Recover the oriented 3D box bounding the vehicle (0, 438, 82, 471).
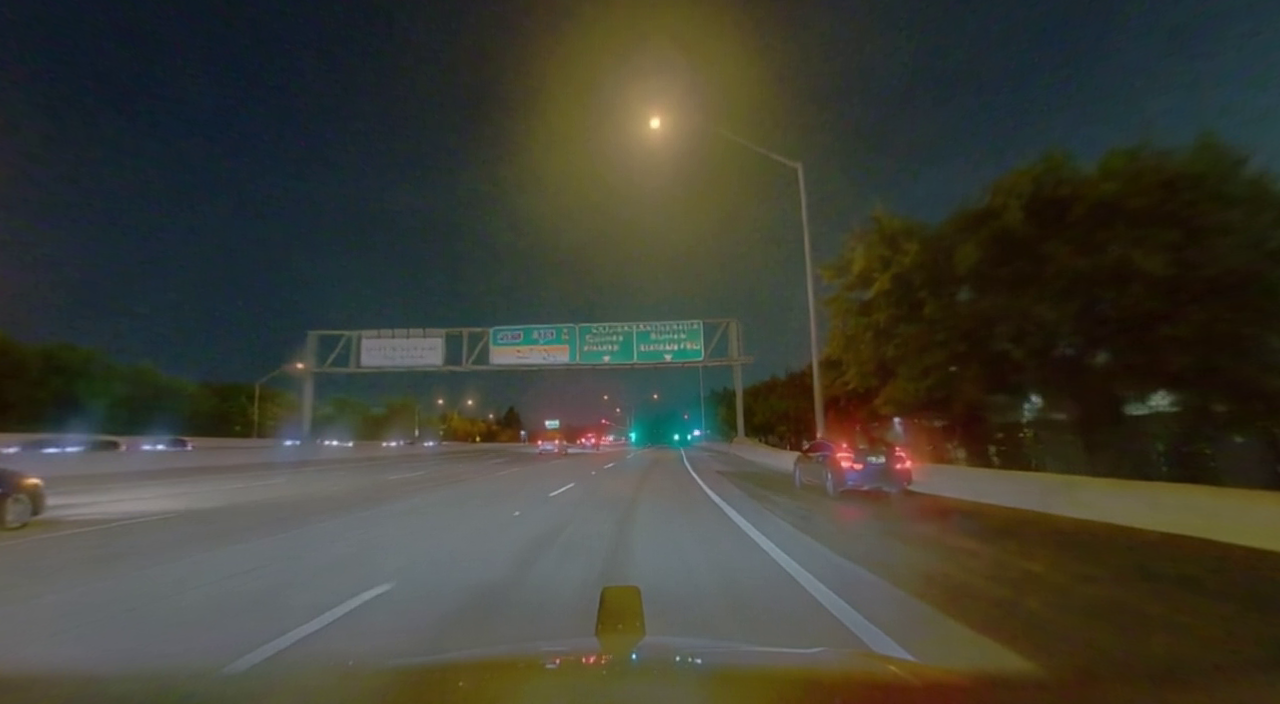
[{"bbox_3d":[-30.969,5.088,31.585,1.943,1.548,4.560,0,-8,-1],"label":"vehicle"}]

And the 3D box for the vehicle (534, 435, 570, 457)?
[{"bbox_3d":[-6.479,6.980,47.030,2.271,1.537,4.029,0,-8,-3],"label":"vehicle"}]
